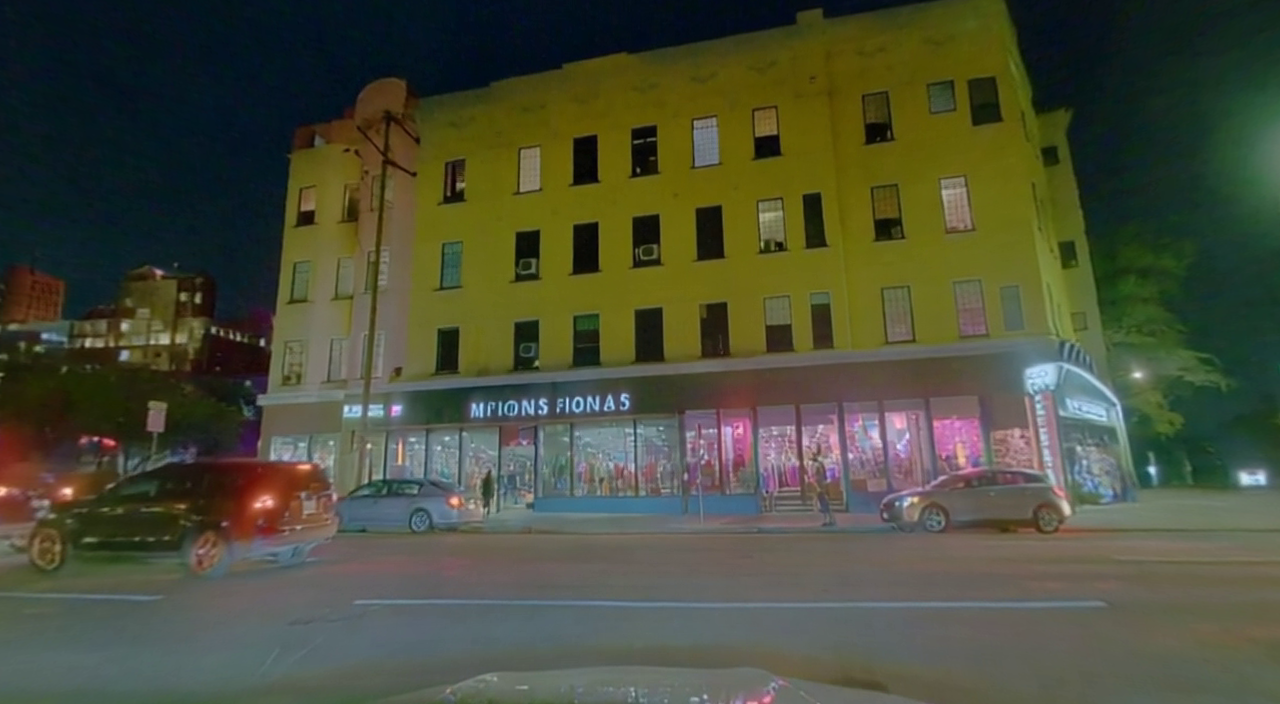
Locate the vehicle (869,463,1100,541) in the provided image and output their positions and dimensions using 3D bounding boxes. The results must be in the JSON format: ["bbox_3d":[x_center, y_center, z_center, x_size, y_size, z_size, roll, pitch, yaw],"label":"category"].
[{"bbox_3d":[8.091,3.546,15.220,4.410,1.687,1.834,-1,-9,3],"label":"vehicle"}]

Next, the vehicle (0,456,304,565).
[{"bbox_3d":[-8.019,2.413,10.065,4.330,1.458,1.932,-2,-9,10],"label":"vehicle"}]

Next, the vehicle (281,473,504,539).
[{"bbox_3d":[-6.055,3.791,15.794,4.830,1.421,1.826,-1,-9,5],"label":"vehicle"}]
